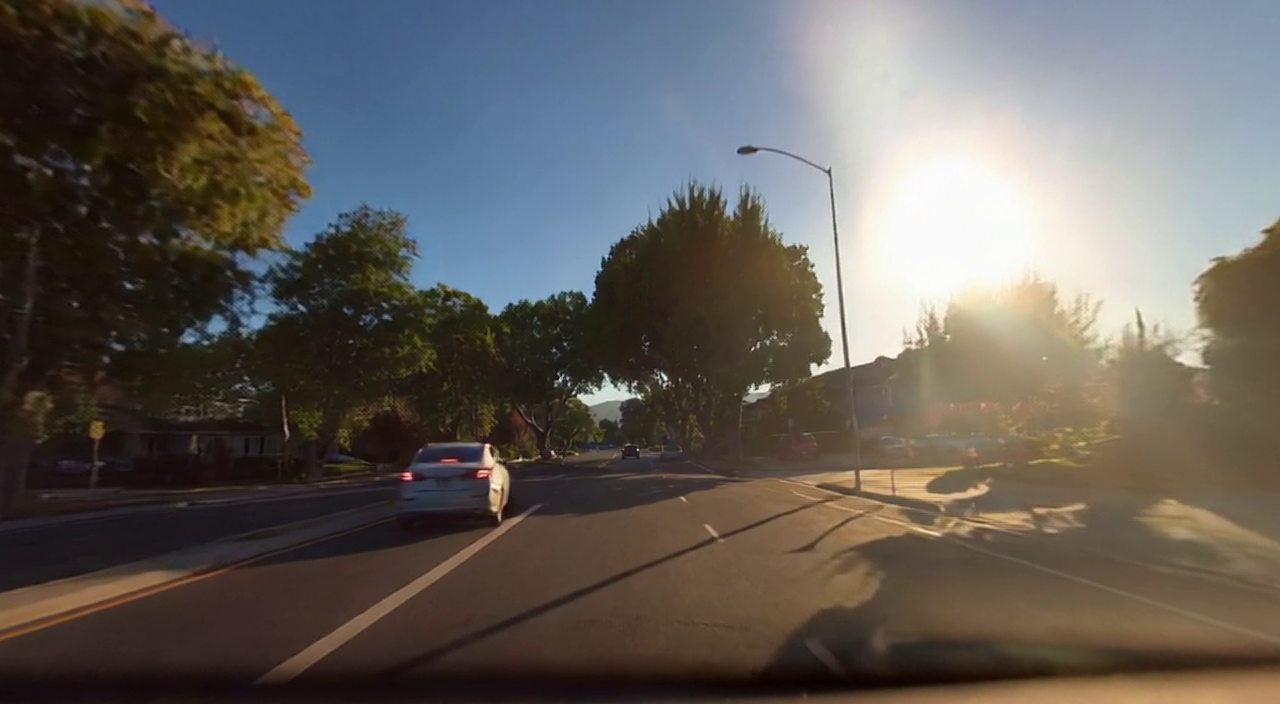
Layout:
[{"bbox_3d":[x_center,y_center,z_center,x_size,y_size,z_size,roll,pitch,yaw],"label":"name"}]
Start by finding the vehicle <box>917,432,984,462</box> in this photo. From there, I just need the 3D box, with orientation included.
[{"bbox_3d":[18.747,5.698,38.033,2.150,1.659,4.678,-8,-12,44],"label":"vehicle"}]

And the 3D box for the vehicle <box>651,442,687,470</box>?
[{"bbox_3d":[1.728,6.418,39.248,2.003,1.614,4.072,0,-8,-1],"label":"vehicle"}]

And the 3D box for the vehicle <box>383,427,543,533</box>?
[{"bbox_3d":[-3.266,2.444,12.834,2.205,1.706,4.904,1,-8,-5],"label":"vehicle"}]

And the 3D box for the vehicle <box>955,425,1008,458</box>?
[{"bbox_3d":[23.138,6.048,42.704,2.117,1.987,4.418,-10,-12,39],"label":"vehicle"}]

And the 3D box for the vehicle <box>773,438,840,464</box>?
[{"bbox_3d":[10.471,6.248,39.970,1.903,1.569,3.751,6,-10,-34],"label":"vehicle"}]

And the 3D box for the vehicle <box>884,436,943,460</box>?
[{"bbox_3d":[18.164,6.359,41.837,2.106,1.460,4.389,-8,-11,43],"label":"vehicle"}]
